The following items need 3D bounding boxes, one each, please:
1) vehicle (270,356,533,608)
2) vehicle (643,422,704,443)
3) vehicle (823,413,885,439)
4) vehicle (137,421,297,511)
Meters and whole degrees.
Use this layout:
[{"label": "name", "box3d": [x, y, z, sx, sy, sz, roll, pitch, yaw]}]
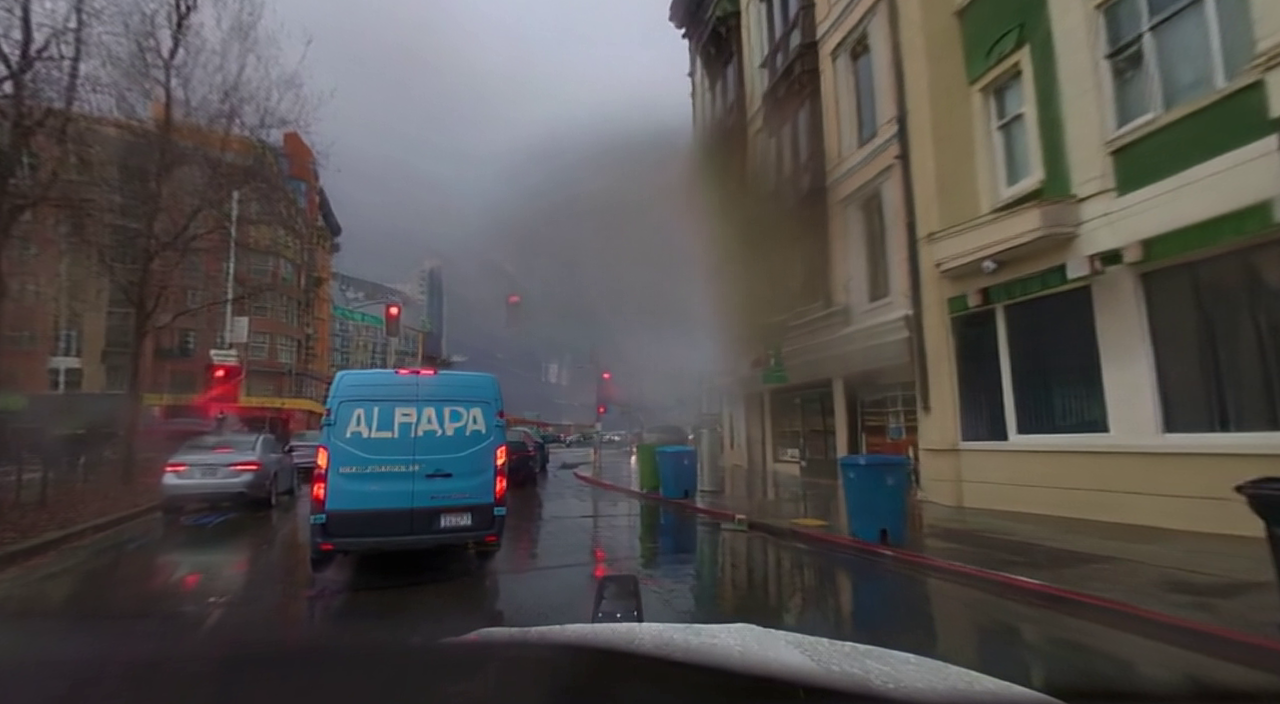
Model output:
[{"label": "vehicle", "box3d": [-2.660, 1.289, 7.179, 1.951, 1.907, 4.266, 3, -8, -21]}, {"label": "vehicle", "box3d": [2.330, 5.666, 44.351, 3.885, 1.449, 1.757, 3, -8, -23]}, {"label": "vehicle", "box3d": [14.800, 5.140, 43.547, 4.020, 1.572, 1.718, 6, -10, -27]}, {"label": "vehicle", "box3d": [-8.078, 2.150, 12.397, 1.841, 1.461, 3.426, 3, -8, -22]}]
